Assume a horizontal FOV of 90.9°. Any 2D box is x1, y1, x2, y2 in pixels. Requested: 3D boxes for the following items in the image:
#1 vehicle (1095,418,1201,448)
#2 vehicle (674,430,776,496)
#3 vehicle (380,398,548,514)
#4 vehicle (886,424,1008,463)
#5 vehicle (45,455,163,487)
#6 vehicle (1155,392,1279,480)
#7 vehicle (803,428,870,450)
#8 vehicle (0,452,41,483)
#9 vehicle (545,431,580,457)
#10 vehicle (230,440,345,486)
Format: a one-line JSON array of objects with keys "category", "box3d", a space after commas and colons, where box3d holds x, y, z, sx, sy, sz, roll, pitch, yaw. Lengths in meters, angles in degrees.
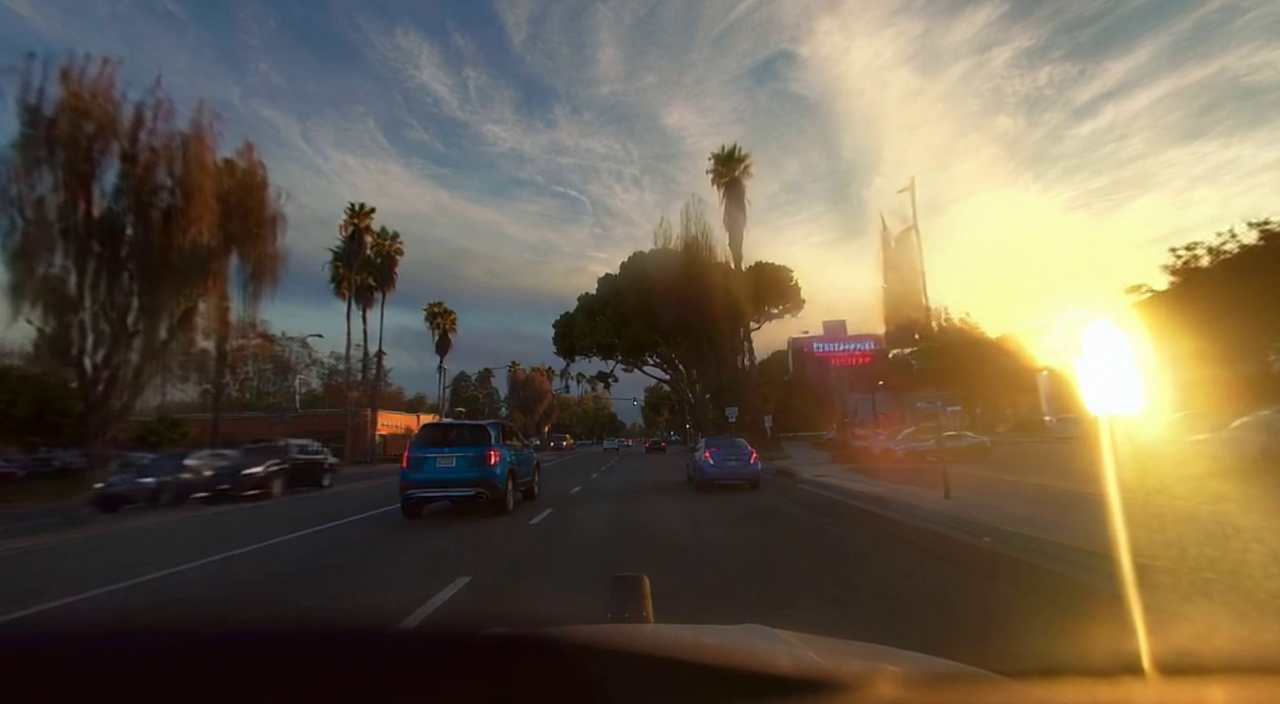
[{"category": "vehicle", "box3d": [25.753, 4.122, 32.044, 3.833, 1.455, 1.927, 1, -8, -6]}, {"category": "vehicle", "box3d": [2.061, 2.862, 16.635, 1.919, 1.472, 4.470, 0, -8, -2]}, {"category": "vehicle", "box3d": [-3.389, 2.143, 13.264, 2.152, 1.987, 4.527, 0, -8, 1]}, {"category": "vehicle", "box3d": [11.904, 3.593, 24.627, 1.874, 1.386, 3.745, 6, -11, -36]}, {"category": "vehicle", "box3d": [-26.762, 5.922, 31.546, 2.011, 1.395, 4.238, -8, -12, 44]}, {"category": "vehicle", "box3d": [12.979, 1.613, 12.097, 1.887, 1.630, 4.705, 1, -8, -6]}, {"category": "vehicle", "box3d": [14.956, 6.699, 48.248, 4.680, 1.506, 2.017, -3, -10, 14]}, {"category": "vehicle", "box3d": [-37.025, 6.834, 37.230, 4.176, 1.572, 1.916, -9, -9, 41]}, {"category": "vehicle", "box3d": [-6.026, 7.207, 49.325, 2.157, 1.942, 4.210, 0, -8, 1]}, {"category": "vehicle", "box3d": [-14.133, 4.454, 25.635, 1.942, 1.645, 4.538, 0, -9, 1]}]
